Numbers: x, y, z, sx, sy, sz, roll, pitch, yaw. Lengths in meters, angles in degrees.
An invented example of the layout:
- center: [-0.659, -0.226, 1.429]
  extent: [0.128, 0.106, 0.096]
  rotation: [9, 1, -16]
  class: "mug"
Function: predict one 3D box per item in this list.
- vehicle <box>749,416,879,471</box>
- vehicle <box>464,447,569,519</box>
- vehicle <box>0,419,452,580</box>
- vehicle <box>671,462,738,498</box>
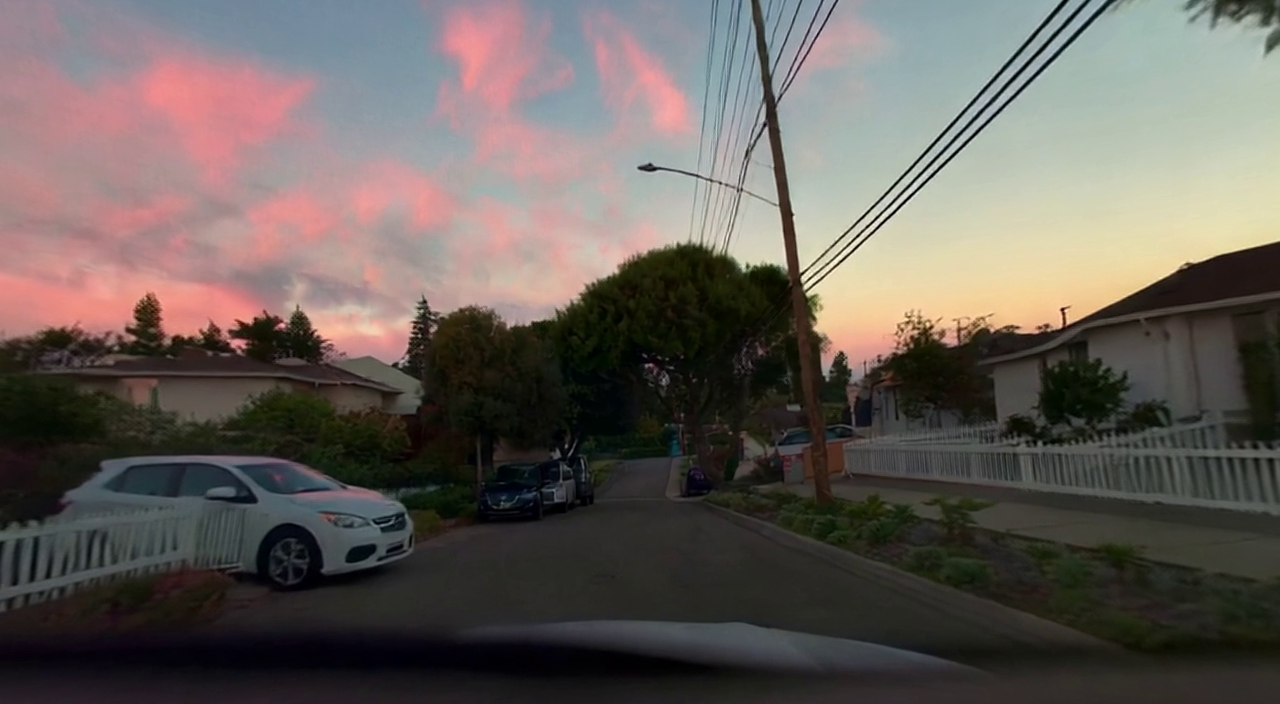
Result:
- center: [6.421, 3.419, 23.717]
  extent: [4.249, 1.905, 1.904]
  rotation: [0, -8, -3]
  class: "vehicle"
- center: [-3.067, 3.336, 16.761]
  extent: [2.081, 1.589, 4.691]
  rotation: [0, -9, -3]
  class: "vehicle"
- center: [-4.983, 1.808, 7.782]
  extent: [4.537, 1.595, 2.471]
  rotation: [1, -13, -2]
  class: "vehicle"
- center: [3.136, 6.187, 30.739]
  extent: [3.005, 1.535, 4.025]
  rotation: [-1, -9, 6]
  class: "vehicle"
